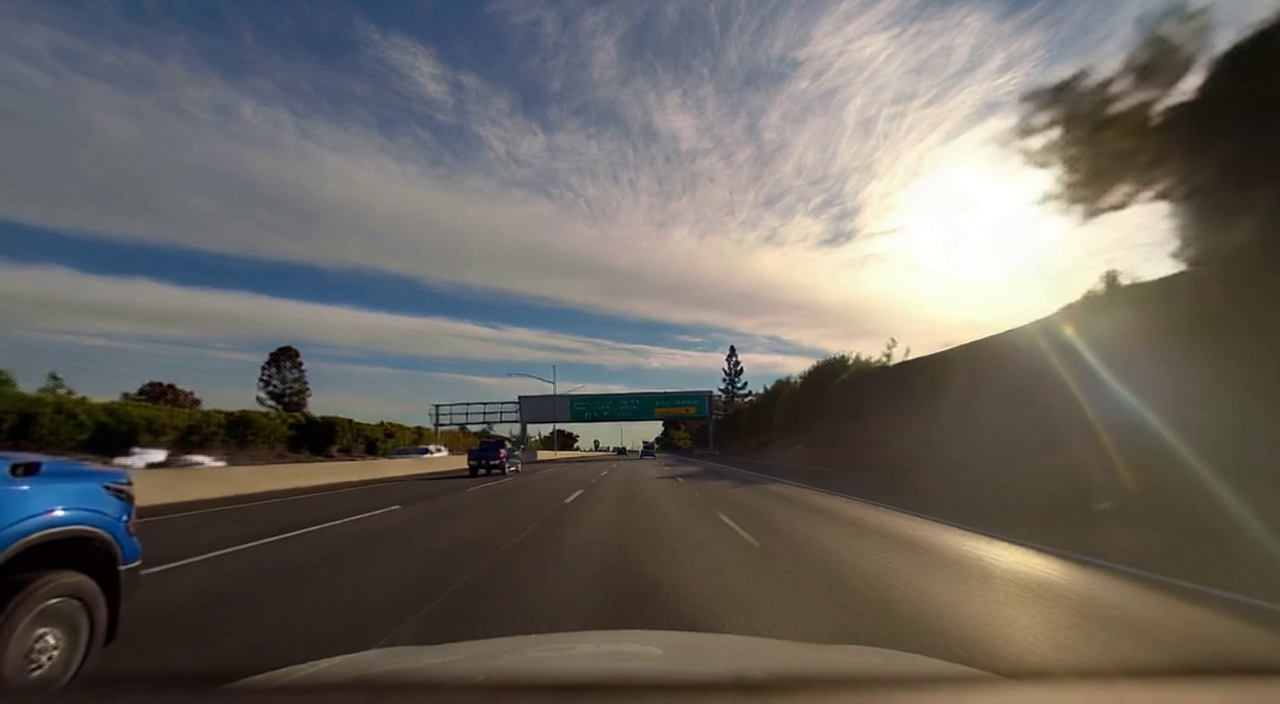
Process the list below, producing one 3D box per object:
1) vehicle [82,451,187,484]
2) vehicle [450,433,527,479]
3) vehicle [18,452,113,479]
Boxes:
[{"bbox_3d":[-25.093,5.704,31.472,1.815,1.496,4.136,0,-9,0],"label":"vehicle"},{"bbox_3d":[-6.912,4.828,29.453,2.260,1.917,5.499,0,-9,0],"label":"vehicle"},{"bbox_3d":[-35.159,6.908,38.678,1.819,1.531,4.209,0,-9,0],"label":"vehicle"}]
